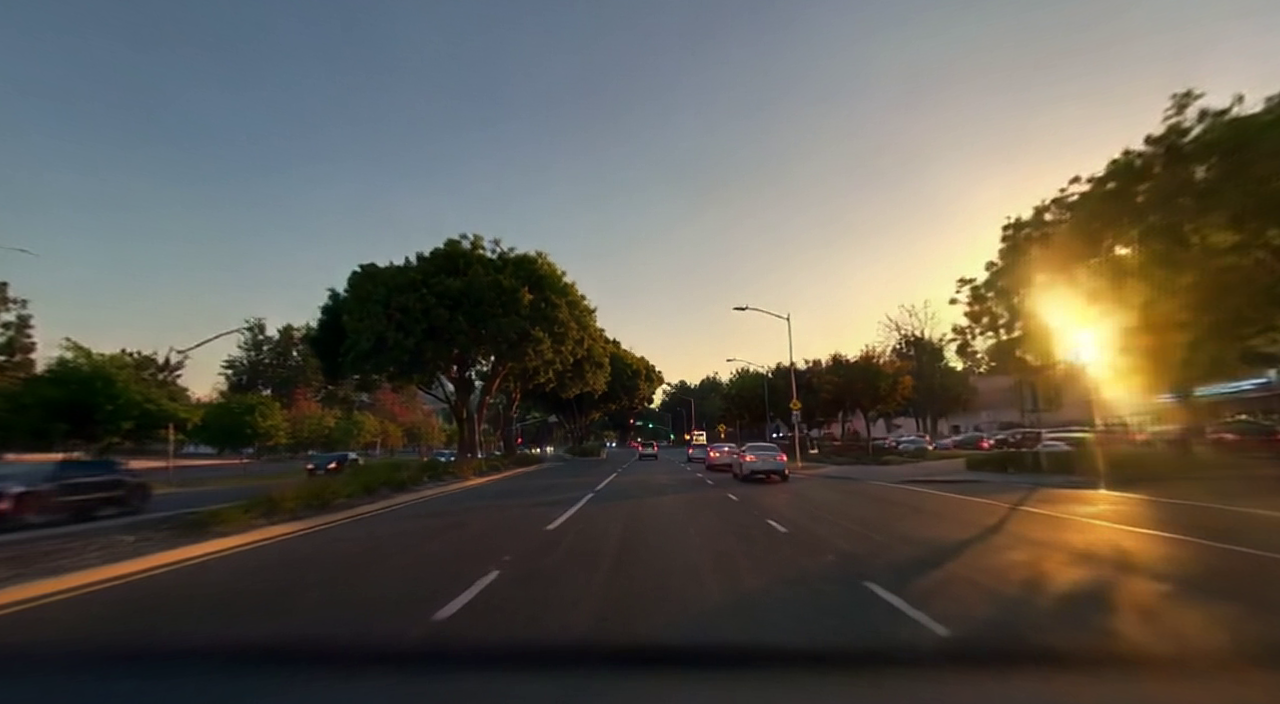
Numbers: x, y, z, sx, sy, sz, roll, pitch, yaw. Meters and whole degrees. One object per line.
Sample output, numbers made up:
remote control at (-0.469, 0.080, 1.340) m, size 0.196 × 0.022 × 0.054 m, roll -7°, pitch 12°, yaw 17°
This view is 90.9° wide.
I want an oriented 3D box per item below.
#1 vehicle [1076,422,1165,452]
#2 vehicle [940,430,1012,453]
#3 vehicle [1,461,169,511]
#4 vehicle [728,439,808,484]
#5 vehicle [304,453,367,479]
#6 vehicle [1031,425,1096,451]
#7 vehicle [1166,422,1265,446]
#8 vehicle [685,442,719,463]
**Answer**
vehicle at (29.265, 5.166, 38.624) m, size 1.811 × 1.664 × 5.065 m, roll -3°, pitch -7°, yaw 6°
vehicle at (23.967, 6.434, 45.086) m, size 1.837 × 1.536 × 4.036 m, roll 6°, pitch -11°, yaw -37°
vehicle at (-20.264, 4.870, 23.392) m, size 1.891 × 1.498 × 4.815 m, roll 0°, pitch -8°, yaw -1°
vehicle at (4.461, 3.873, 22.607) m, size 1.913 × 1.463 × 4.198 m, roll 0°, pitch -8°, yaw -1°
vehicle at (-20.615, 7.692, 42.910) m, size 1.936 × 1.603 × 4.714 m, roll 0°, pitch -8°, yaw 0°
vehicle at (29.406, 5.980, 43.770) m, size 3.978 × 1.515 × 1.859 m, roll -1°, pitch -8°, yaw -27°
vehicle at (39.392, 5.664, 43.234) m, size 2.342 × 1.427 × 4.442 m, roll 3°, pitch -9°, yaw -35°
vehicle at (4.548, 7.442, 46.762) m, size 1.939 × 1.474 × 4.716 m, roll 0°, pitch -8°, yaw -1°
